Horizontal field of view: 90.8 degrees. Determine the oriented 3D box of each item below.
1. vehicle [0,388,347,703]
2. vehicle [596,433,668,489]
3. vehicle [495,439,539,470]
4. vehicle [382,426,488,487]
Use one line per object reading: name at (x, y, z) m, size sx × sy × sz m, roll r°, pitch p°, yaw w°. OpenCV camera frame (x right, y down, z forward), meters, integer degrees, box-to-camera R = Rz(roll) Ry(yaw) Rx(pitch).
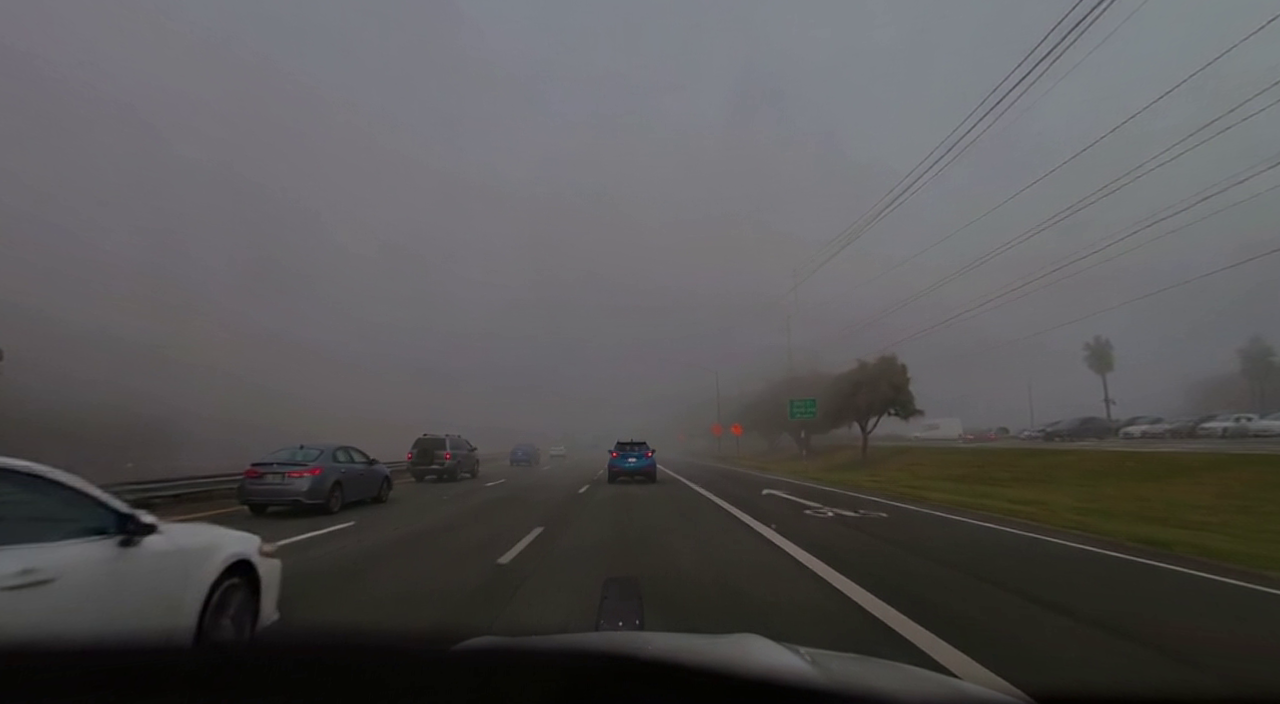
vehicle at (-3.155, 0.889, 2.073) m, size 2.174 × 1.510 × 4.636 m, roll 0°, pitch -9°, yaw 0°
vehicle at (-0.287, 3.570, 20.989) m, size 2.140 × 1.653 × 4.108 m, roll 0°, pitch -9°, yaw -1°
vehicle at (-7.381, 6.205, 38.385) m, size 1.914 × 1.756 × 4.179 m, roll 0°, pitch -8°, yaw -1°
vehicle at (-7.094, 3.694, 22.545) m, size 2.144 × 1.905 × 4.967 m, roll 0°, pitch -8°, yaw 0°
